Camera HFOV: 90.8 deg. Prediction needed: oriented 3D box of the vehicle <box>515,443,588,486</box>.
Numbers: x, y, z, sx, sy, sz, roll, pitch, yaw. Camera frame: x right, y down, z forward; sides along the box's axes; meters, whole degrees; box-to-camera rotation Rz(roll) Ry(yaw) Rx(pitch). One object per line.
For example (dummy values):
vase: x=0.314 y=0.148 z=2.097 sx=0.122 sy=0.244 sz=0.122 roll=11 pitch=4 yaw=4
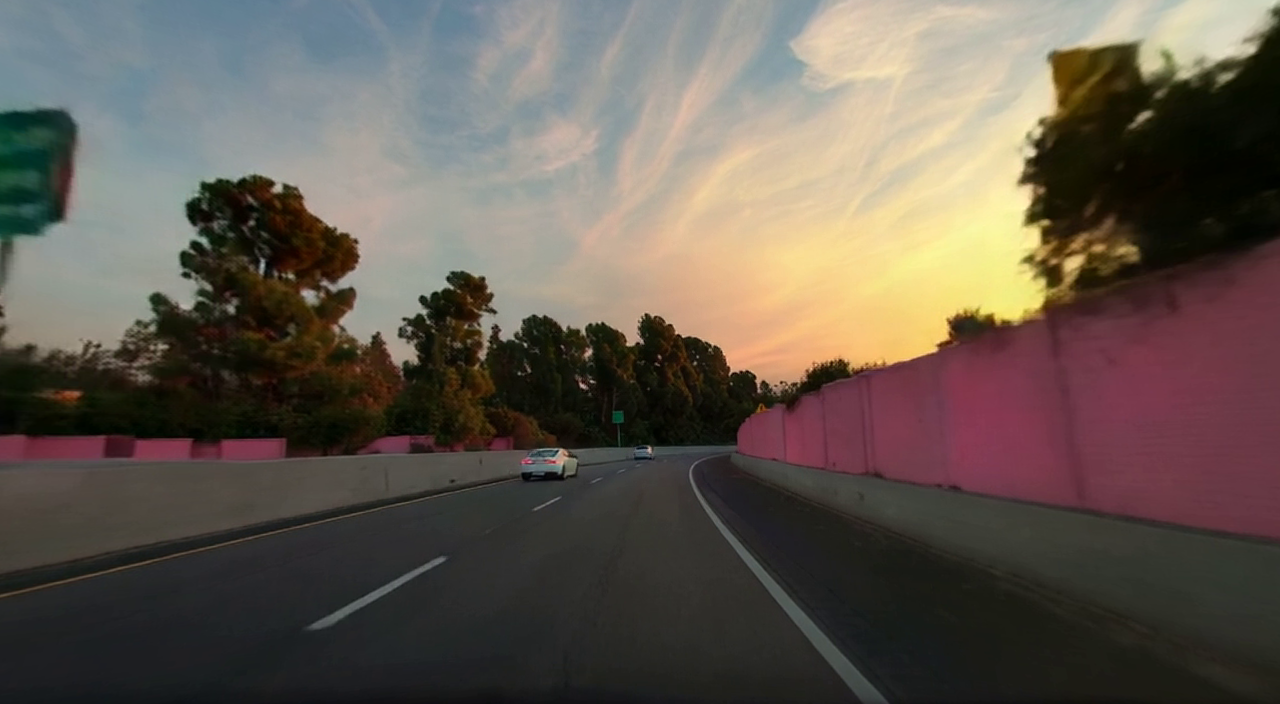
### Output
vehicle: x=-3.137 y=4.082 z=23.206 sx=1.746 sy=1.405 sz=4.339 roll=-1 pitch=-9 yaw=4
